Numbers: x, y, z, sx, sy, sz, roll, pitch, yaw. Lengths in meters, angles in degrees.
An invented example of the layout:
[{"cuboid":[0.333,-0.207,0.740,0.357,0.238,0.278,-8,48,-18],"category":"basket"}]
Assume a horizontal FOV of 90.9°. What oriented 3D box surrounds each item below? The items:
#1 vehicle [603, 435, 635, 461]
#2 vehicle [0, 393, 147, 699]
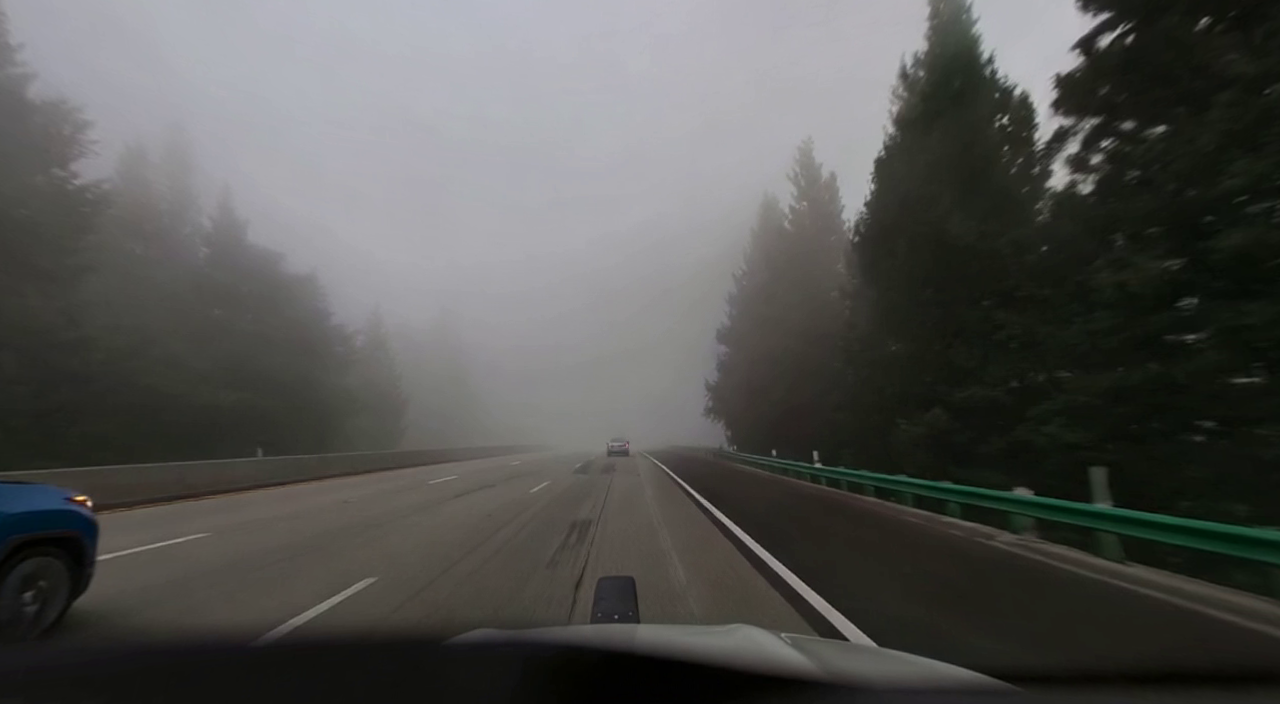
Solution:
[{"cuboid":[-1.250,5.773,38.182,1.836,1.450,3.519,0,-8,-1],"category":"vehicle"},{"cuboid":[-4.280,0.786,1.699,2.072,1.545,4.767,0,-8,-1],"category":"vehicle"}]
